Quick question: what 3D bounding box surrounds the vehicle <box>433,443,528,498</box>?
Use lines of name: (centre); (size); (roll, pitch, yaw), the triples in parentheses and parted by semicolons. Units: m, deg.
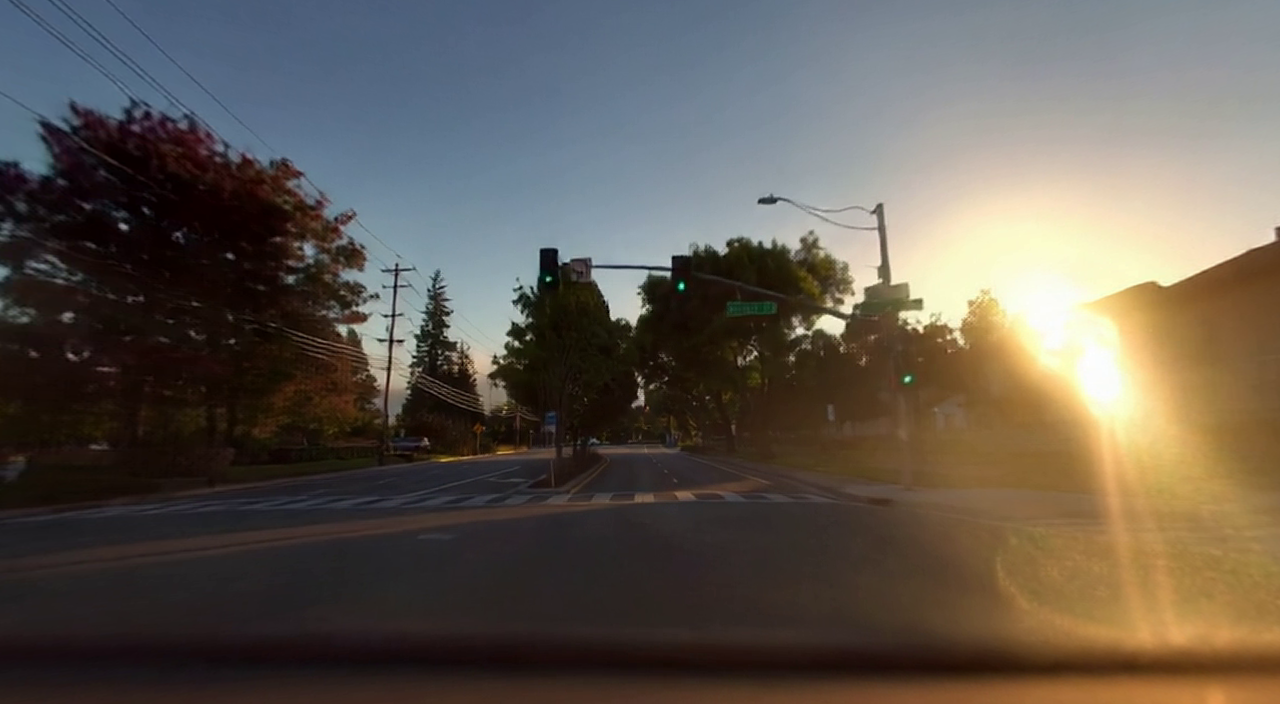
vehicle: (-5.155, 3.865, 21.225); (1.948, 1.471, 5.408); (2, -7, -2)
